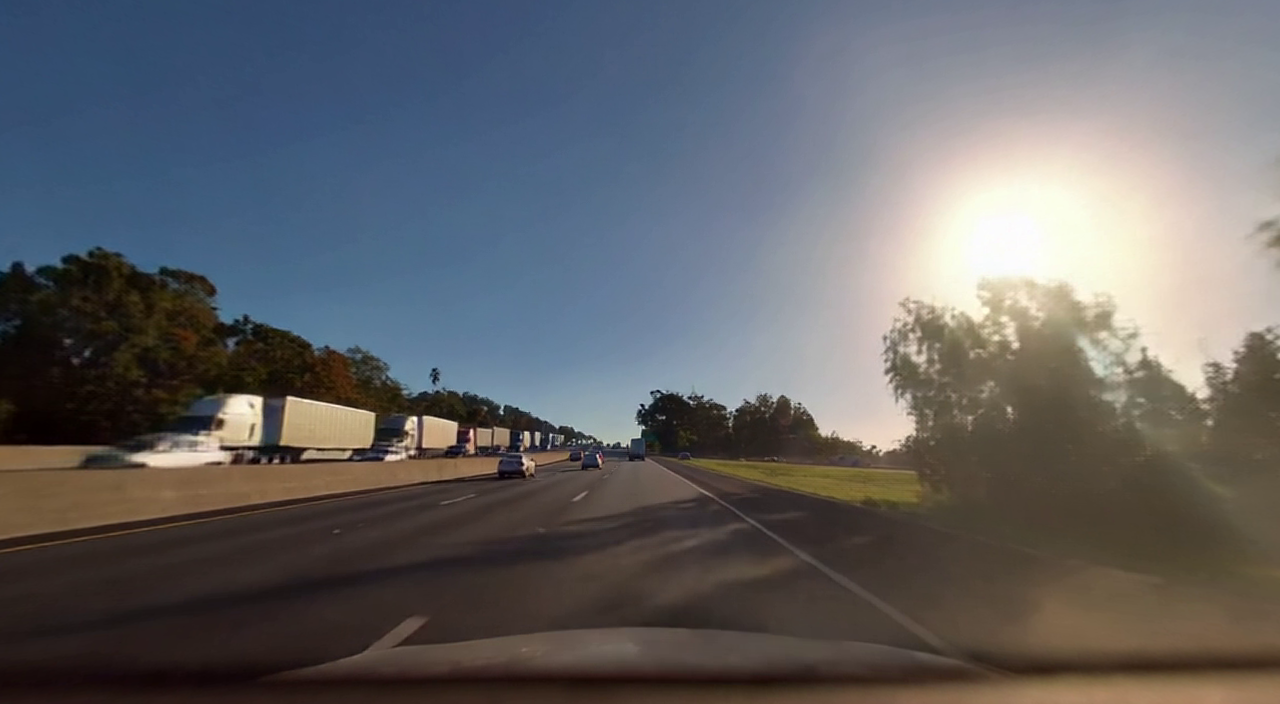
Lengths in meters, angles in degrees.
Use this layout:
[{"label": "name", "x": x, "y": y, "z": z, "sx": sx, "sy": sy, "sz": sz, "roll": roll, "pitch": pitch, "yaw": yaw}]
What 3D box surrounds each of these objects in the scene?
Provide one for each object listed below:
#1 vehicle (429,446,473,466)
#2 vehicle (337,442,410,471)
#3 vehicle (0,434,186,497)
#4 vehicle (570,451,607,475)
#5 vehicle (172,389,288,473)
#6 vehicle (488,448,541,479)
[{"label": "vehicle", "x": -14.503, "y": 7.976, "z": 48.525, "sx": 2.014, "sy": 1.444, "sz": 4.352, "roll": 0, "pitch": -9, "yaw": 0}, {"label": "vehicle", "x": -14.137, "y": 5.551, "z": 33.713, "sx": 1.956, "sy": 1.433, "sz": 4.339, "roll": 0, "pitch": -9, "yaw": 0}, {"label": "vehicle", "x": -14.577, "y": 2.943, "z": 16.626, "sx": 1.888, "sy": 1.426, "sz": 4.428, "roll": 0, "pitch": -9, "yaw": 0}, {"label": "vehicle", "x": -3.370, "y": 7.357, "z": 41.983, "sx": 2.076, "sy": 1.453, "sz": 4.094, "roll": 0, "pitch": -9, "yaw": 1}, {"label": "vehicle", "x": -18.982, "y": 3.729, "z": 29.426, "sx": 2.954, "sy": 3.700, "sz": 3.302, "roll": 0, "pitch": -9, "yaw": 0}, {"label": "vehicle", "x": -7.321, "y": 6.551, "z": 37.395, "sx": 2.122, "sy": 1.685, "sz": 4.714, "roll": 0, "pitch": -9, "yaw": 1}]
